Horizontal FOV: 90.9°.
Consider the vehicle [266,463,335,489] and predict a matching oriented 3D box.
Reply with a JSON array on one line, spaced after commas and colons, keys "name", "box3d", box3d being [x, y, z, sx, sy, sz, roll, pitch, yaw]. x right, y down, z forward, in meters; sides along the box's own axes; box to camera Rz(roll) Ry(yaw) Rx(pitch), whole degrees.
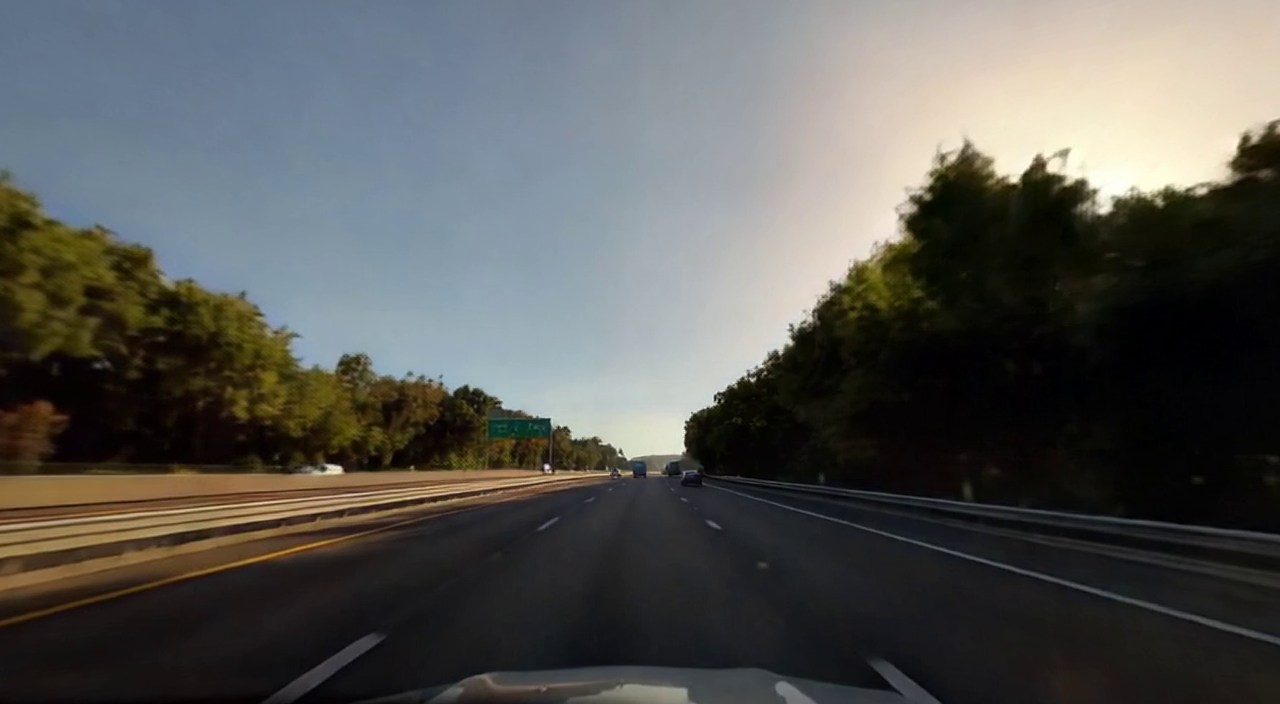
[{"name": "vehicle", "box3d": [-20.572, 7.533, 38.396, 1.743, 1.430, 4.086, 0, -11, 2]}]
